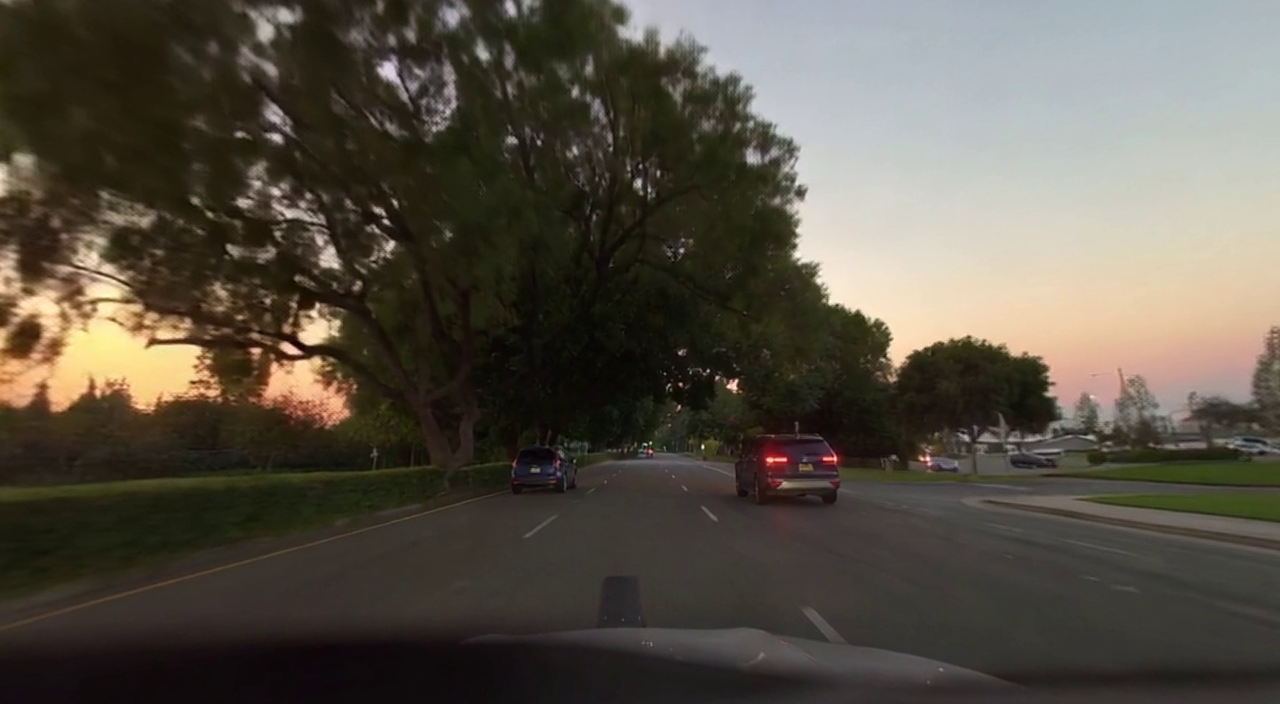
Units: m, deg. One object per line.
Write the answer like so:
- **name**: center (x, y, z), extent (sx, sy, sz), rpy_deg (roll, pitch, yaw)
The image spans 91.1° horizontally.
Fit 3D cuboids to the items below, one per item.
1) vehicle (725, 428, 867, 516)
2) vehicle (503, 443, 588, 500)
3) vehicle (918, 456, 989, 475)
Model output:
- **vehicle**: center (3.525, 2.831, 15.365), extent (2.087, 1.759, 5.040), rpy_deg (0, -9, -1)
- **vehicle**: center (-2.953, 3.826, 20.557), extent (2.025, 1.635, 4.293), rpy_deg (0, -9, 1)
- **vehicle**: center (24.585, 8.900, 49.335), extent (4.587, 1.460, 1.924), rpy_deg (0, -9, 1)
